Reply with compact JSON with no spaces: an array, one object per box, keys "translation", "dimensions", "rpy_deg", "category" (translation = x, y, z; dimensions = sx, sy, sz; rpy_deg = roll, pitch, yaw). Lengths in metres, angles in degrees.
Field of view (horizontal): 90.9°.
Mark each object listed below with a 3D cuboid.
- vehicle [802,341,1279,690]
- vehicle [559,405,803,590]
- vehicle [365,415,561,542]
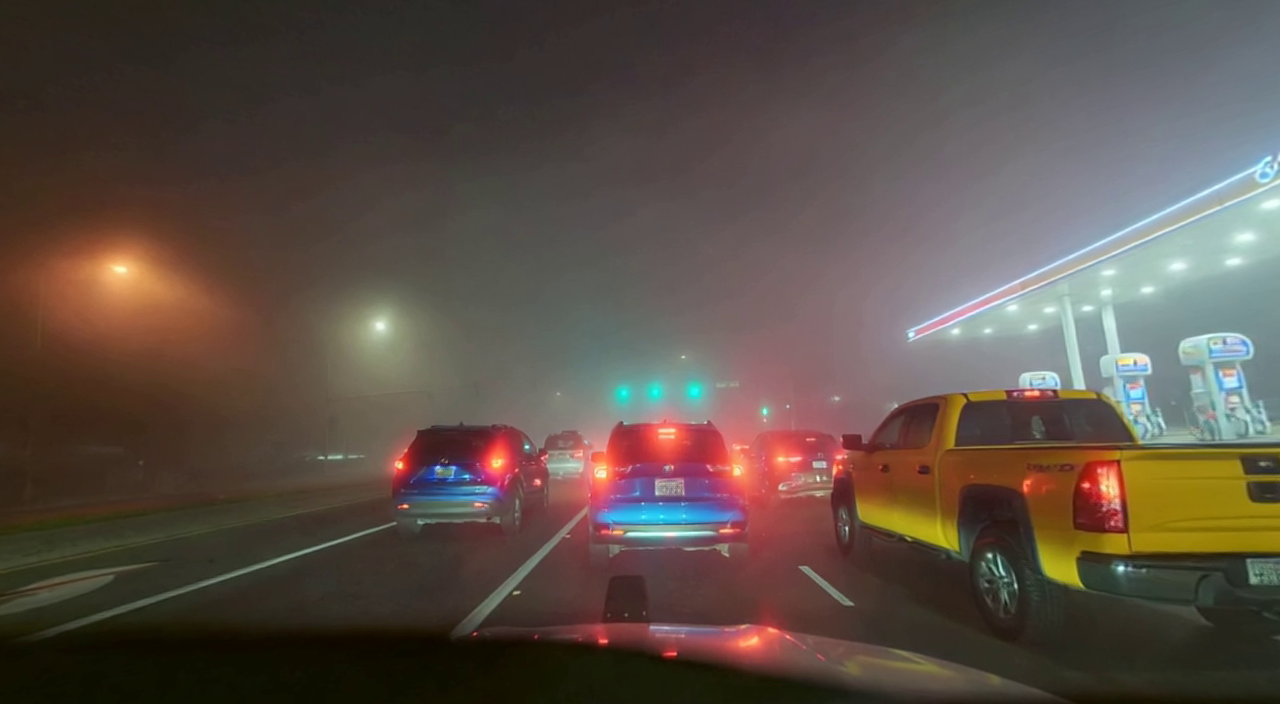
[{"translation":[3.404,1.255,6.113],"dimensions":[2.161,1.868,5.321],"rpy_deg":[0,-8,-1],"category":"vehicle"},{"translation":[0.353,1.612,7.774],"dimensions":[2.181,1.650,4.083],"rpy_deg":[0,-8,0],"category":"vehicle"},{"translation":[-2.717,2.059,10.892],"dimensions":[2.019,1.731,4.299],"rpy_deg":[0,-8,1],"category":"vehicle"}]
